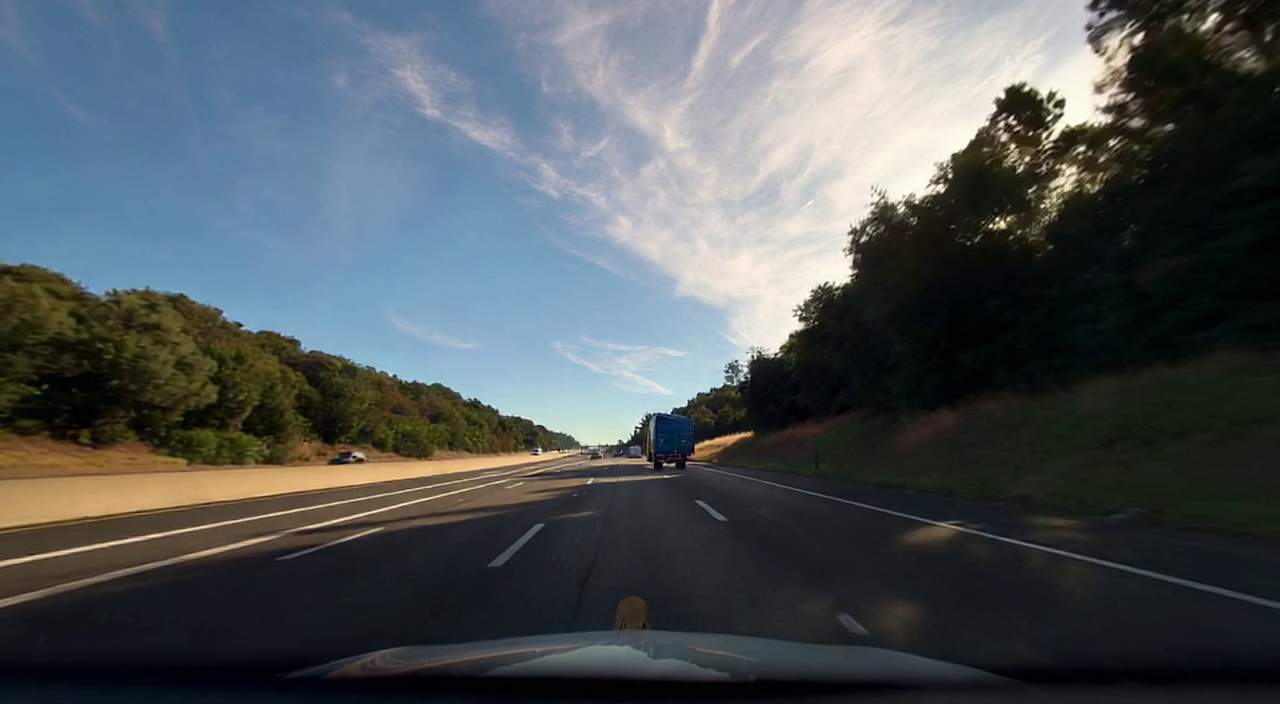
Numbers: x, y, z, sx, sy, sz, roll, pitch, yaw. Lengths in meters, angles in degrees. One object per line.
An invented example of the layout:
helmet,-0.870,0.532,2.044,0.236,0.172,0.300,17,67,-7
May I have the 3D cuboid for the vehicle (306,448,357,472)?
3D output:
vehicle,-20.157,7.029,41.290,1.636,1.467,3.540,0,-9,-2
